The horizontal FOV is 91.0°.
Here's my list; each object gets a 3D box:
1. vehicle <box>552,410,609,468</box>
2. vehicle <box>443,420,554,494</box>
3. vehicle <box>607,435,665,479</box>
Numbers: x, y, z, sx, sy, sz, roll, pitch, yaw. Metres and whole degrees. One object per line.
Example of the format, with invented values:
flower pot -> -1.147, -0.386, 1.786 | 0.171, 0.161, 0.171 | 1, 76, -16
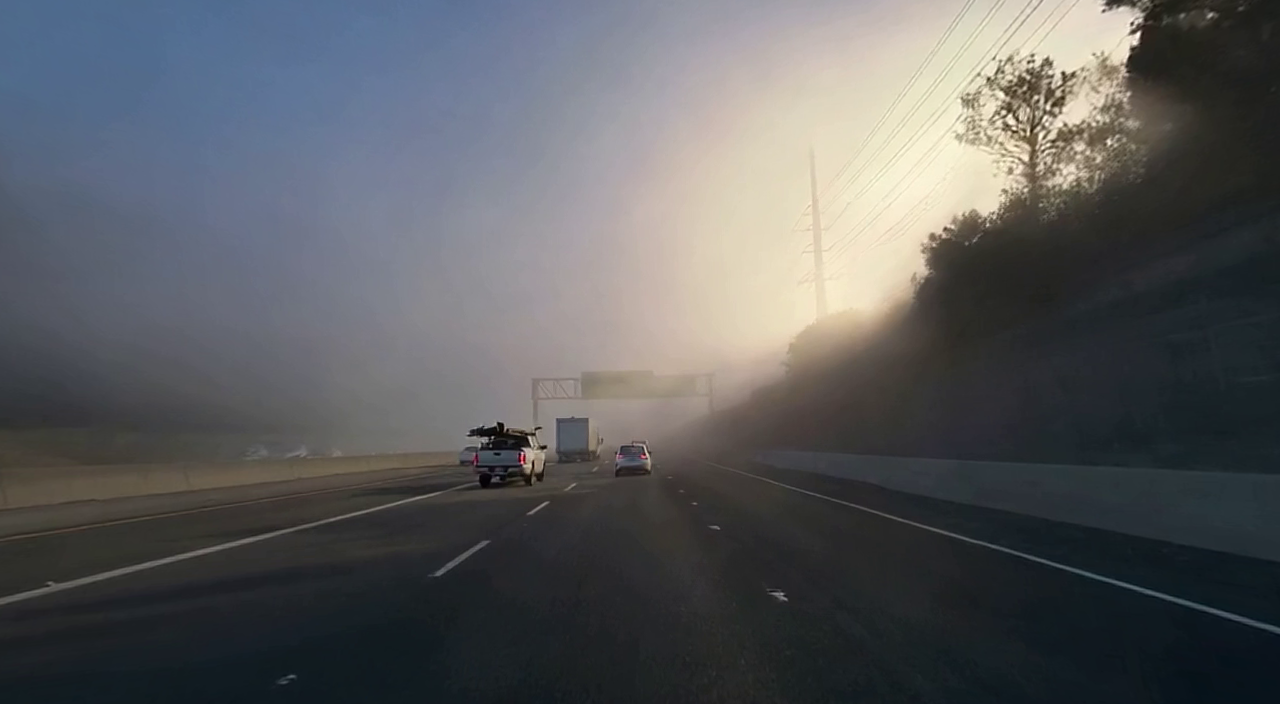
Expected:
vehicle -> -3.677, 5.786, 41.492 | 2.956, 3.331, 9.575 | 0, -9, -1
vehicle -> -3.902, 2.998, 18.269 | 2.109, 1.840, 4.614 | 0, -9, 0
vehicle -> -0.158, 4.285, 25.970 | 2.178, 1.640, 4.071 | 0, -9, 0
